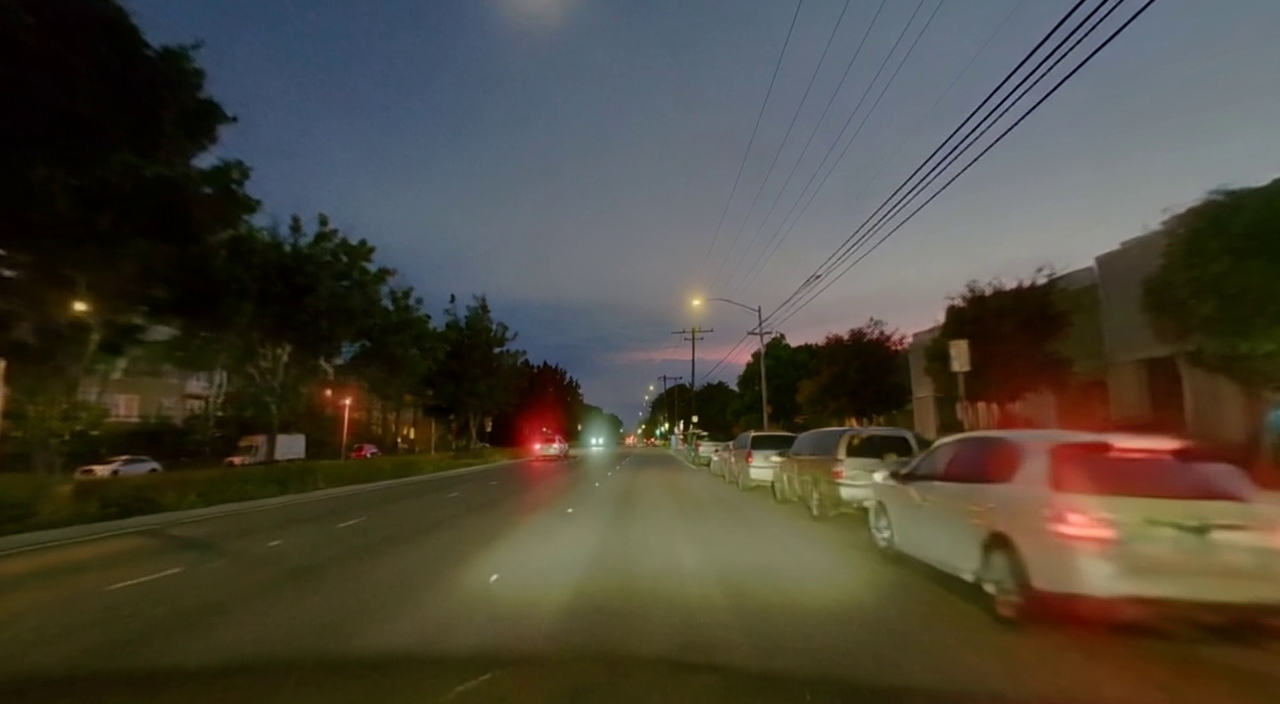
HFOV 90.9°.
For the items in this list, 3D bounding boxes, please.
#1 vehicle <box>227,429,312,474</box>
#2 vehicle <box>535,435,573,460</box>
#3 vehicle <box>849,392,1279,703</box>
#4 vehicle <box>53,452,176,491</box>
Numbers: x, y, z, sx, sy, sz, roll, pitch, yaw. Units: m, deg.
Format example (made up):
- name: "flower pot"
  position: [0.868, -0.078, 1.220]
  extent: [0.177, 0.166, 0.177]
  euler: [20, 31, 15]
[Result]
- name: "vehicle"
  position: [-25.630, 6.892, 43.927]
  extent: [2.223, 2.895, 5.824]
  euler: [0, -8, 1]
- name: "vehicle"
  position: [-6.074, 6.795, 45.164]
  extent: [2.000, 1.671, 4.497]
  euler: [0, -8, 1]
- name: "vehicle"
  position: [3.480, 1.286, 5.051]
  extent: [2.048, 1.556, 4.753]
  euler: [0, -8, 1]
- name: "vehicle"
  position: [-25.778, 5.819, 31.188]
  extent: [2.121, 1.699, 4.506]
  euler: [0, -8, 0]
